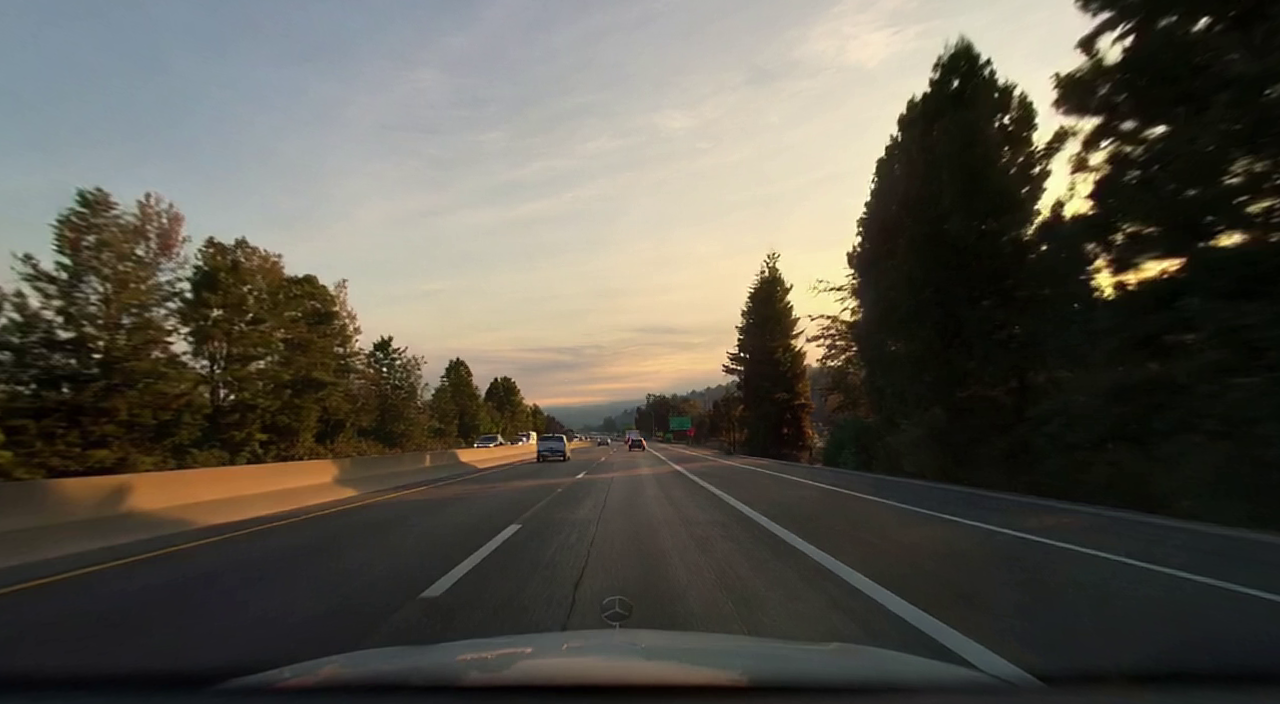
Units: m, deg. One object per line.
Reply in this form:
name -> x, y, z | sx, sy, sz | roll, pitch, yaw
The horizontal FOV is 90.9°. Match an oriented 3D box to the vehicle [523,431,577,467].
vehicle -> -4.248, 4.634, 30.338 | 2.003, 1.626, 4.256 | 0, -8, 0
